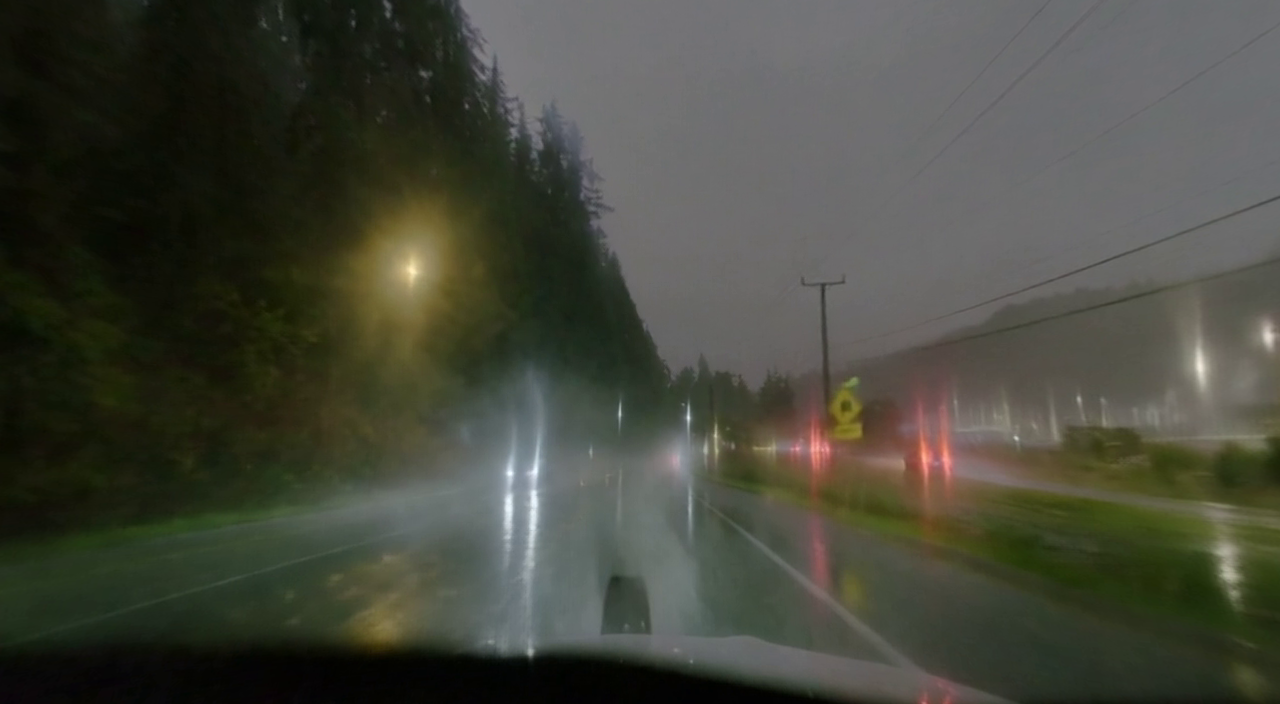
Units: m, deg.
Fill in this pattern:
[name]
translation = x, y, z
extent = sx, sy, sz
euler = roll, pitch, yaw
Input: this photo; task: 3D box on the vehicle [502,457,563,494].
[vehicle]
translation = -4.965, 5.745, 29.664
extent = 2.000, 1.546, 4.342
euler = 0, -9, 2
